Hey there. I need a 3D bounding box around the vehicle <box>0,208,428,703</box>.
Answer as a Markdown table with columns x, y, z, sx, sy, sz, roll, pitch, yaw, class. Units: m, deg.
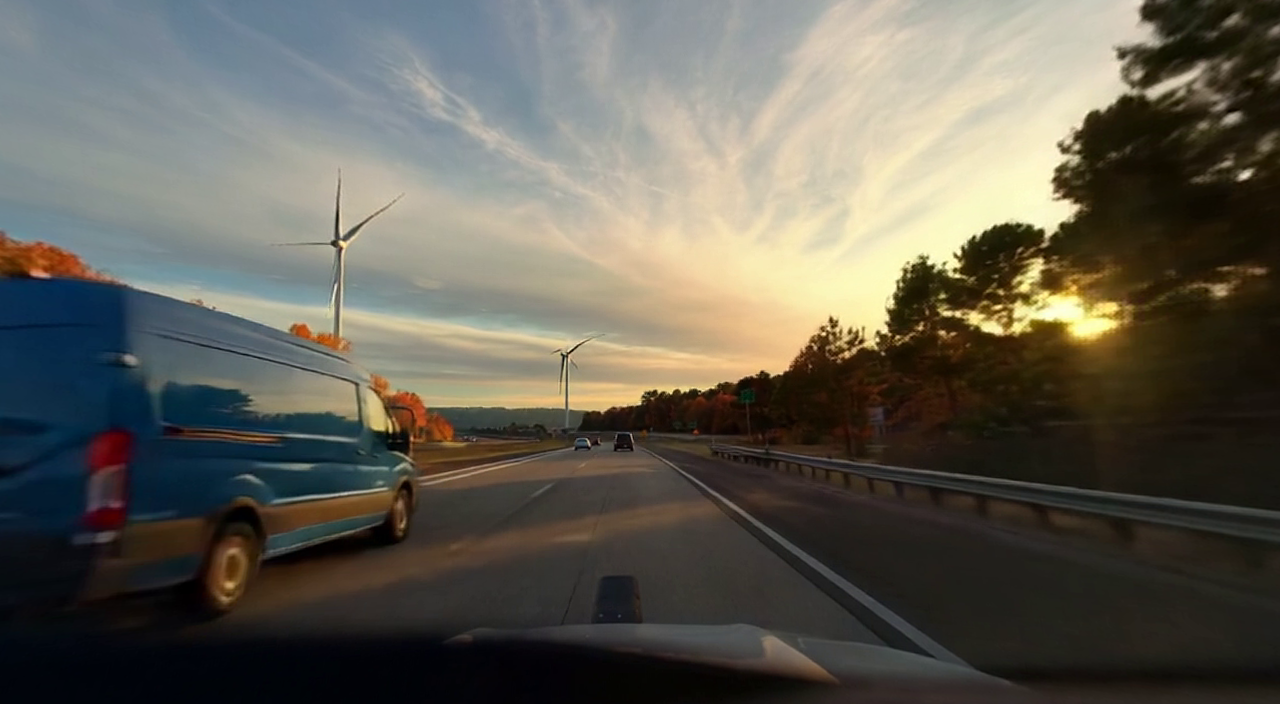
| x | y | z | sx | sy | sz | roll | pitch | yaw | class |
| --- | --- | --- | --- | --- | --- | --- | --- | --- | --- |
| -3.802 | 0.838 | 5.206 | 2.303 | 2.323 | 5.089 | 0 | -8 | 0 | vehicle |
